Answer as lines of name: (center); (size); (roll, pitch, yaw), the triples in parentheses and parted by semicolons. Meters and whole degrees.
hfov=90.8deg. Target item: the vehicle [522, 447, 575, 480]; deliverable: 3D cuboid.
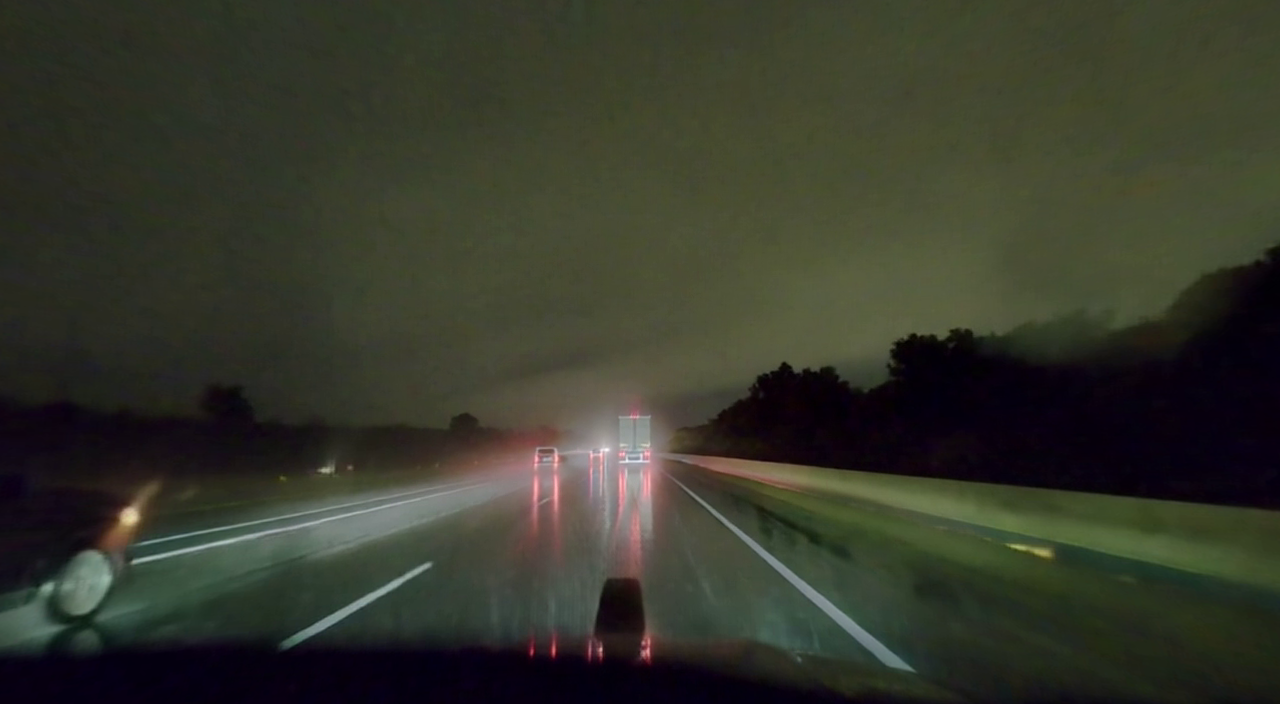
vehicle: (-4.449, 5.460, 31.141); (1.978, 1.507, 4.062); (0, -9, 0)

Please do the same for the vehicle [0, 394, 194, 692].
vehicle: (-4.523, 0.949, 2.779); (1.991, 1.618, 4.211); (0, -9, 0)
